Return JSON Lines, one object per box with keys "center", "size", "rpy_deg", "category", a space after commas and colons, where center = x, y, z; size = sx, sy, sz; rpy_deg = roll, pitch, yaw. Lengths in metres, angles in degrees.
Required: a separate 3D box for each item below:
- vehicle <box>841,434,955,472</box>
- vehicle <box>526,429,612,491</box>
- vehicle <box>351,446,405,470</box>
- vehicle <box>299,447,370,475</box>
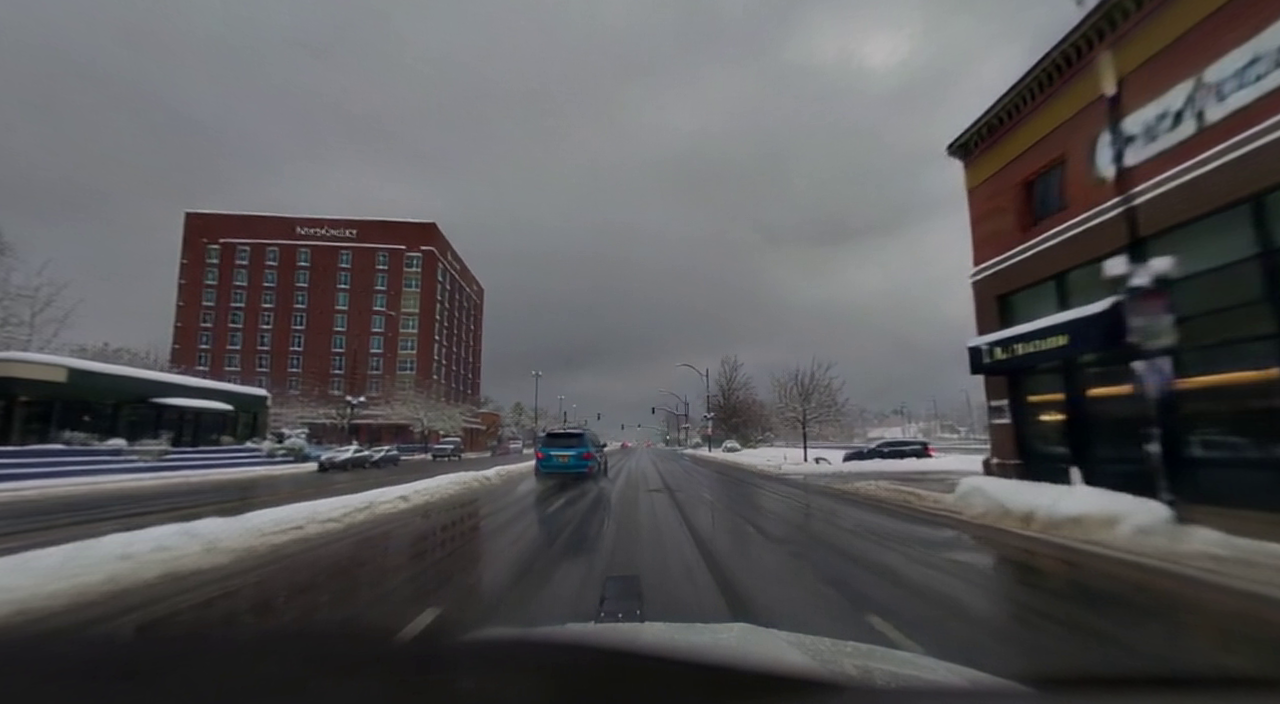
{"center": [14.853, 5.855, 36.663], "size": [2.589, 1.989, 5.779], "rpy_deg": [4, -9, -26], "category": "vehicle"}
{"center": [-2.073, 3.296, 19.481], "size": [2.080, 1.722, 3.766], "rpy_deg": [0, -8, 2], "category": "vehicle"}
{"center": [-17.715, 7.186, 42.765], "size": [1.840, 1.508, 4.376], "rpy_deg": [0, -8, -1], "category": "vehicle"}
{"center": [-17.790, 6.346, 36.896], "size": [1.852, 1.481, 4.660], "rpy_deg": [0, -8, -1], "category": "vehicle"}
